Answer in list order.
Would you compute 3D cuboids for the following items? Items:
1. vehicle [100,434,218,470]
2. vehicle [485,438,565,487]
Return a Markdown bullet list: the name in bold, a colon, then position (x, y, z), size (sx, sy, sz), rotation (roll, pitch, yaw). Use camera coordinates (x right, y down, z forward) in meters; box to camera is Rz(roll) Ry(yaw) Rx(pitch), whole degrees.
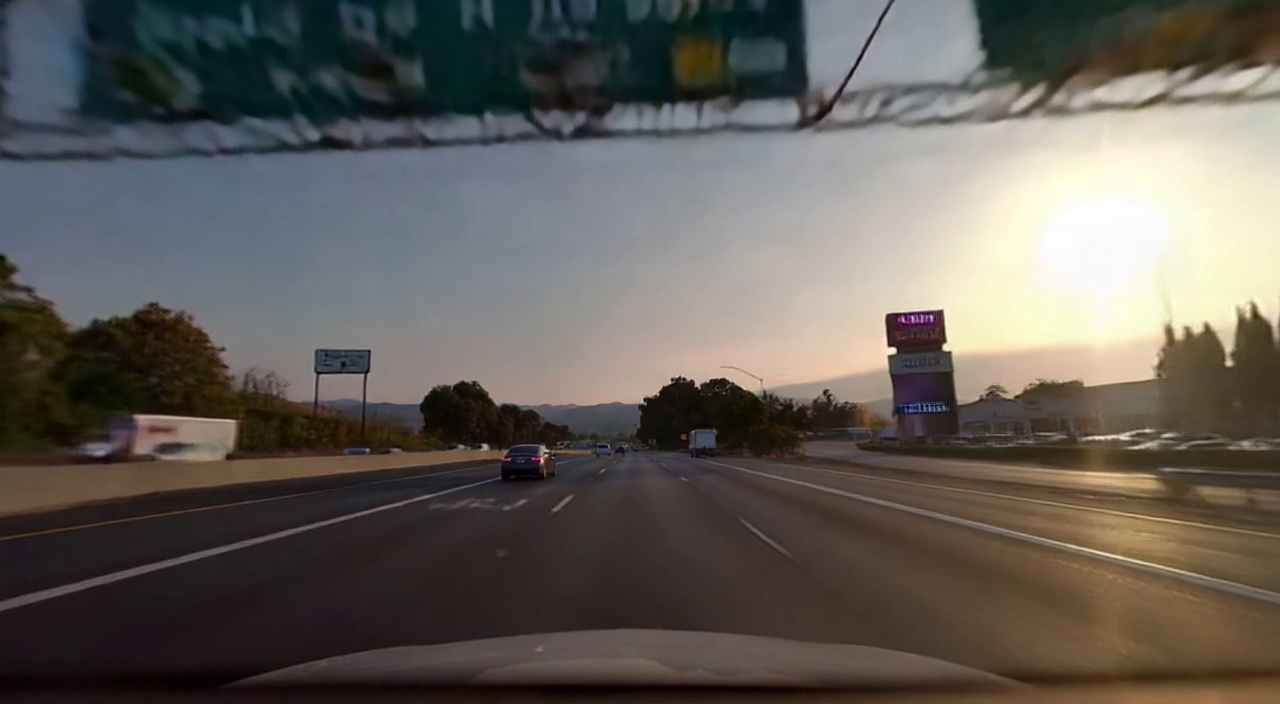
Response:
- **vehicle**: position (-27.388, 5.728, 36.292), size (2.333, 1.873, 5.556), rotation (0, -8, 1)
- **vehicle**: position (-3.870, 3.788, 22.019), size (1.939, 1.508, 4.272), rotation (0, -8, 0)
